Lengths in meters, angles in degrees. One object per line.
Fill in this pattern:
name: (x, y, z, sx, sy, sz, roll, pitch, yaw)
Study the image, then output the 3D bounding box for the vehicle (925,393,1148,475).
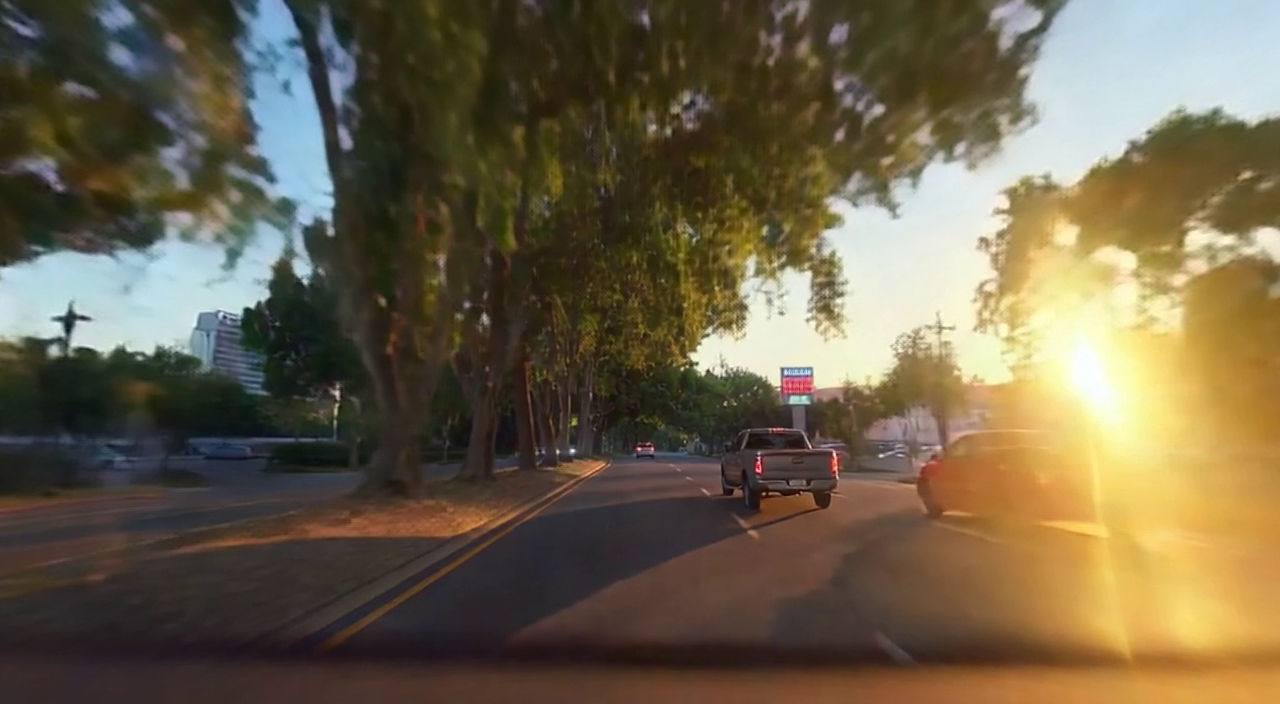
vehicle: (18.903, 3.991, 30.650, 8.393, 3.716, 3.472, 0, -8, -2)

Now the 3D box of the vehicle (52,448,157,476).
vehicle: (-28.838, 5.900, 34.084, 4.189, 1.429, 1.668, -1, -8, 4)

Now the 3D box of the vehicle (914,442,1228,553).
vehicle: (6.847, 2.313, 10.927, 2.012, 1.460, 4.812, 0, -8, 0)

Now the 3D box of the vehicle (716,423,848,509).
vehicle: (3.373, 2.840, 16.254, 2.138, 1.836, 5.245, 0, -8, 0)
